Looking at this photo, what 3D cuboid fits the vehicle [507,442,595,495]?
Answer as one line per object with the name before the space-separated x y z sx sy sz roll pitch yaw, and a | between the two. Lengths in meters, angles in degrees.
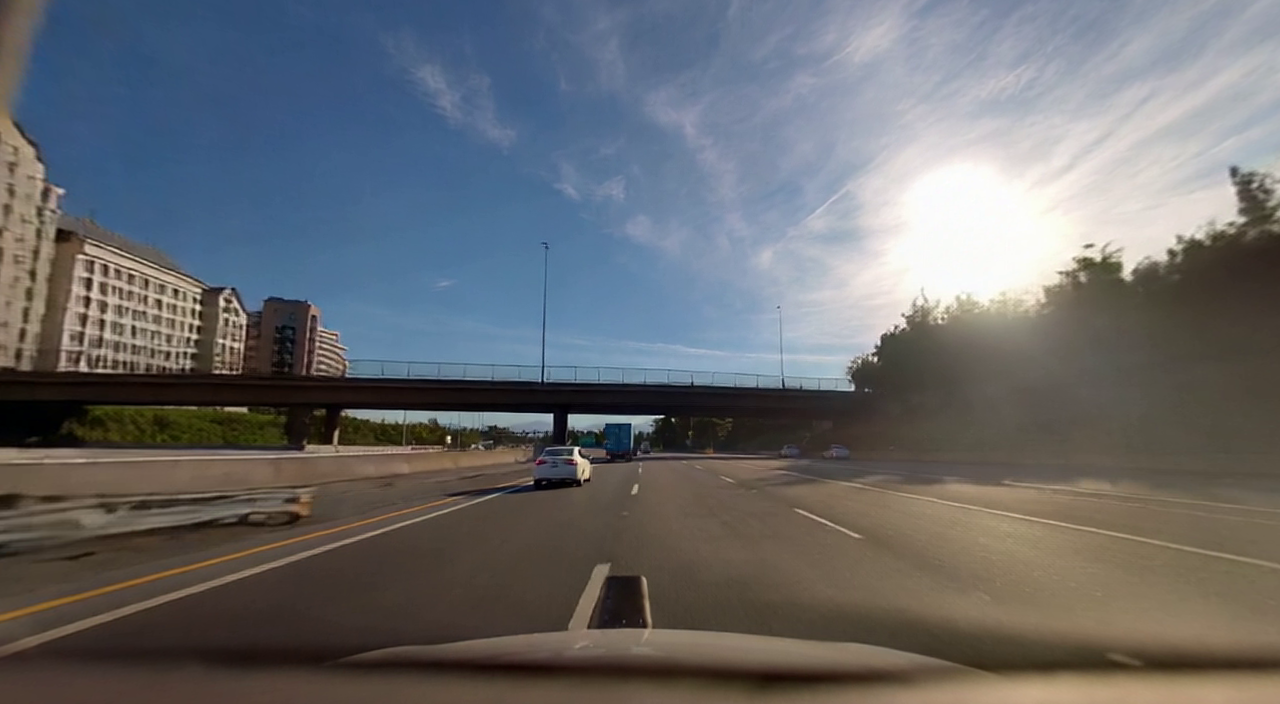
vehicle | -2.675 3.640 20.107 2.039 1.478 4.483 0 -9 2
